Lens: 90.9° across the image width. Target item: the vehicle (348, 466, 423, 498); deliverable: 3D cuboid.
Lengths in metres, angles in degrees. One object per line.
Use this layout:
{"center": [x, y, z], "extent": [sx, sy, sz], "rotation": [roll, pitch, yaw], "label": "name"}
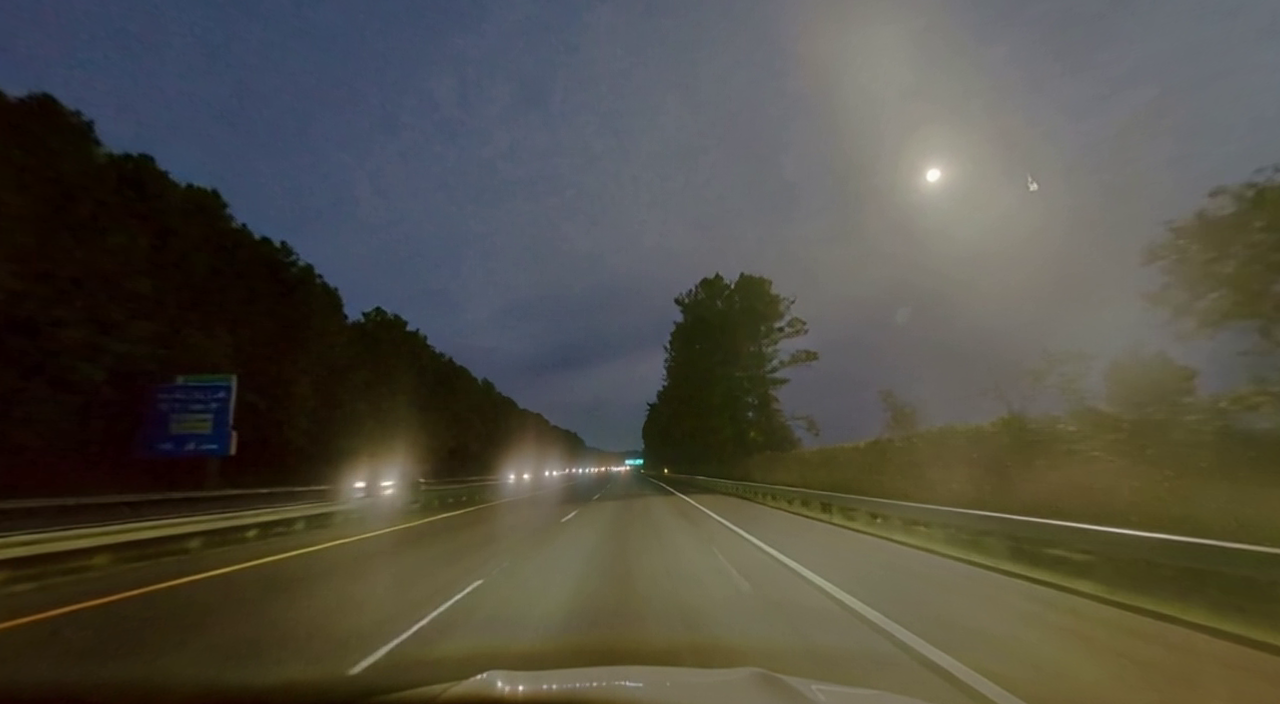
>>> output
{"center": [-13.053, 6.672, 32.642], "extent": [2.034, 1.490, 4.226], "rotation": [1, -11, 0], "label": "vehicle"}
